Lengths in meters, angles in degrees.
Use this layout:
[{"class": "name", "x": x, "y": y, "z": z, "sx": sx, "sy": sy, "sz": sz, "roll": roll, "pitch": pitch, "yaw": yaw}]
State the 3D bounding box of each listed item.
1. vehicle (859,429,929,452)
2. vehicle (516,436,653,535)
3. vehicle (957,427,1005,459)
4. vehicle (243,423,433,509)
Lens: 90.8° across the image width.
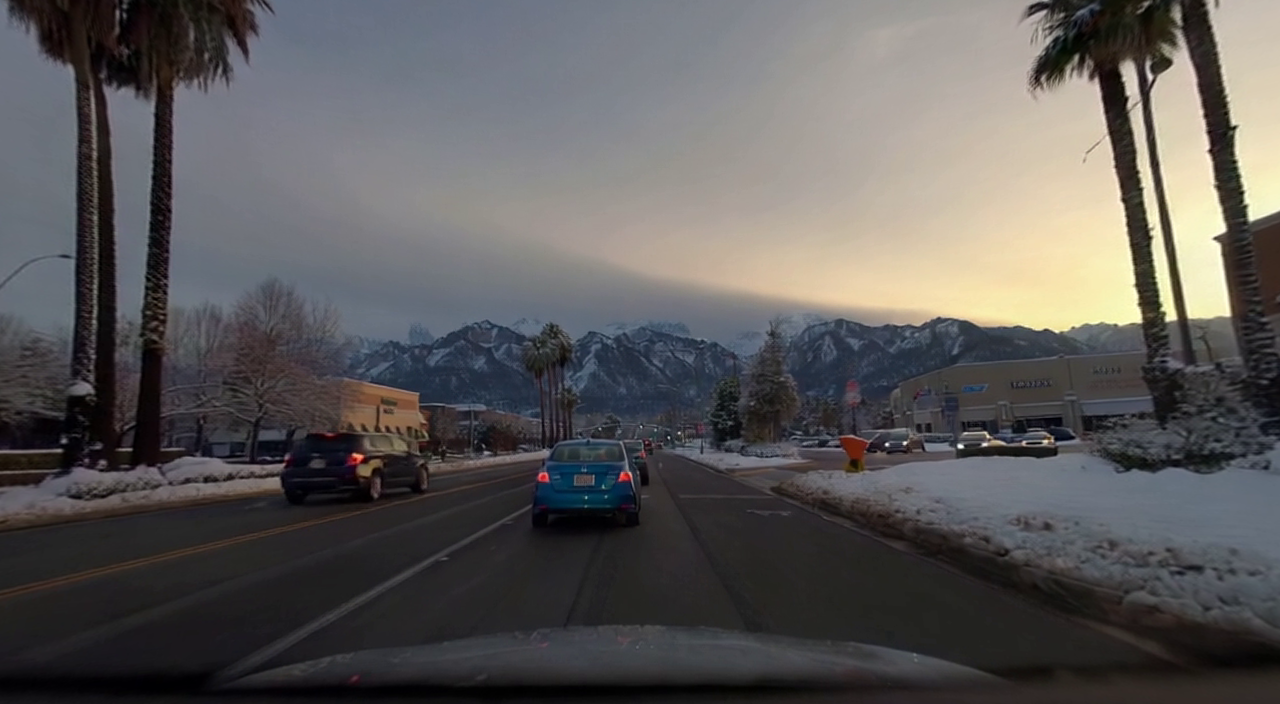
[{"class": "vehicle", "x": 19.094, "y": 6.710, "z": 47.681, "sx": 1.925, "sy": 1.652, "sz": 4.490, "roll": 6, "pitch": -10, "yaw": -35}, {"class": "vehicle", "x": -0.935, "y": 2.297, "z": 11.520, "sx": 2.067, "sy": 1.459, "sz": 3.886, "roll": 0, "pitch": -8, "yaw": -3}, {"class": "vehicle", "x": 17.828, "y": 4.775, "z": 33.115, "sx": 1.961, "sy": 1.526, "sz": 4.640, "roll": -4, "pitch": -9, "yaw": 27}, {"class": "vehicle", "x": -7.695, "y": 2.969, "z": 16.973, "sx": 2.400, "sy": 1.900, "sz": 5.325, "roll": 0, "pitch": -8, "yaw": 1}]
